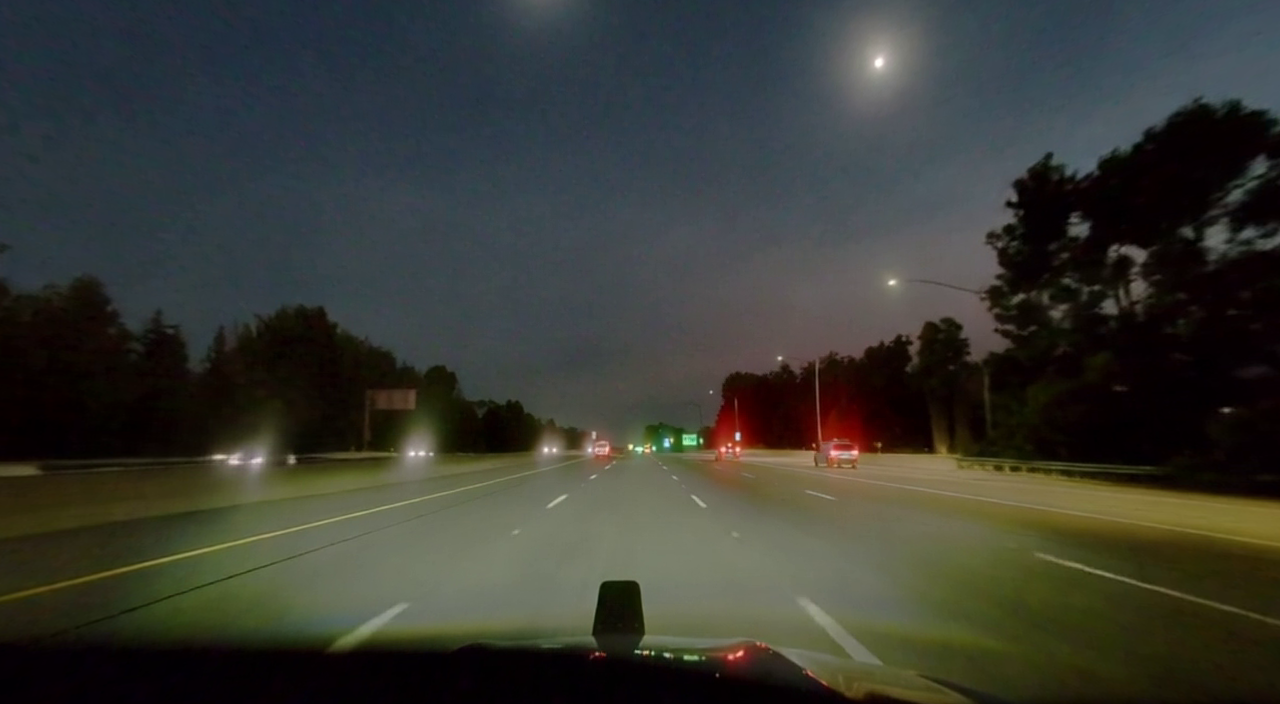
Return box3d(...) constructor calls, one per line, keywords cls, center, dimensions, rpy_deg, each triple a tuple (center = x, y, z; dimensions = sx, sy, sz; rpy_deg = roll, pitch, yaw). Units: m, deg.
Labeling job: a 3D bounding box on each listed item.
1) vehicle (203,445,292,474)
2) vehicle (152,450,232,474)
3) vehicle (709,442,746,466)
box3d(cls="vehicle", center=(-21.643, 5.933, 35.102), dimensions=(1.878, 1.506, 4.695), rpy_deg=(0, -9, 1))
box3d(cls="vehicle", center=(-28.838, 7.079, 40.844), dimensions=(1.863, 1.423, 4.413), rpy_deg=(0, -9, 1))
box3d(cls="vehicle", center=(6.401, 7.511, 46.669), dimensions=(2.081, 1.705, 3.926), rpy_deg=(0, -9, -1))
